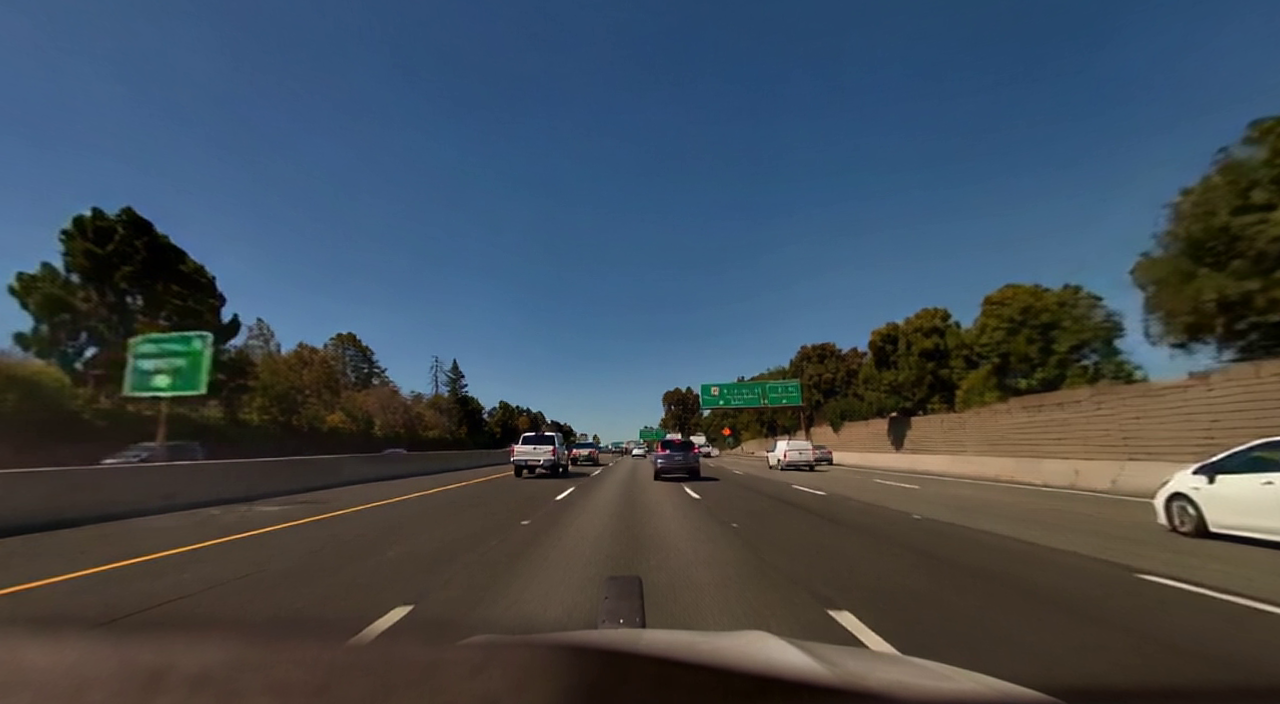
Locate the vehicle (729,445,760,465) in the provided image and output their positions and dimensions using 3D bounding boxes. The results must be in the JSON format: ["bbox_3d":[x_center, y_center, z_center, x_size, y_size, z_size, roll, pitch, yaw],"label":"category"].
[{"bbox_3d":[8.118,8.026,49.224,1.815,1.479,3.892,0,-9,0],"label":"vehicle"}]

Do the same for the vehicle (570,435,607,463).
[{"bbox_3d":[-3.942,7.565,49.269,2.317,2.049,5.746,0,-9,1],"label":"vehicle"}]

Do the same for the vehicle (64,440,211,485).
[{"bbox_3d":[-21.043,4.613,26.710,2.104,1.702,4.818,0,-9,2],"label":"vehicle"}]

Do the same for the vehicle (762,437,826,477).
[{"bbox_3d":[7.016,4.823,29.142,2.022,1.682,4.226,0,-9,2],"label":"vehicle"}]

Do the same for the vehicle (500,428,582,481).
[{"bbox_3d":[-3.639,3.911,24.210,2.199,1.777,4.790,0,-9,2],"label":"vehicle"}]

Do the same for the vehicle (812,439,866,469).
[{"bbox_3d":[12.445,6.422,39.712,2.010,1.765,4.375,0,-9,1],"label":"vehicle"}]

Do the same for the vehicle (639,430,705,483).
[{"bbox_3d":[1.154,3.791,23.032,2.181,1.728,3.970,0,-9,2],"label":"vehicle"}]

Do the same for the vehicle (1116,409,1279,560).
[{"bbox_3d":[7.718,1.433,6.836,1.989,1.569,3.964,0,-9,1],"label":"vehicle"}]
